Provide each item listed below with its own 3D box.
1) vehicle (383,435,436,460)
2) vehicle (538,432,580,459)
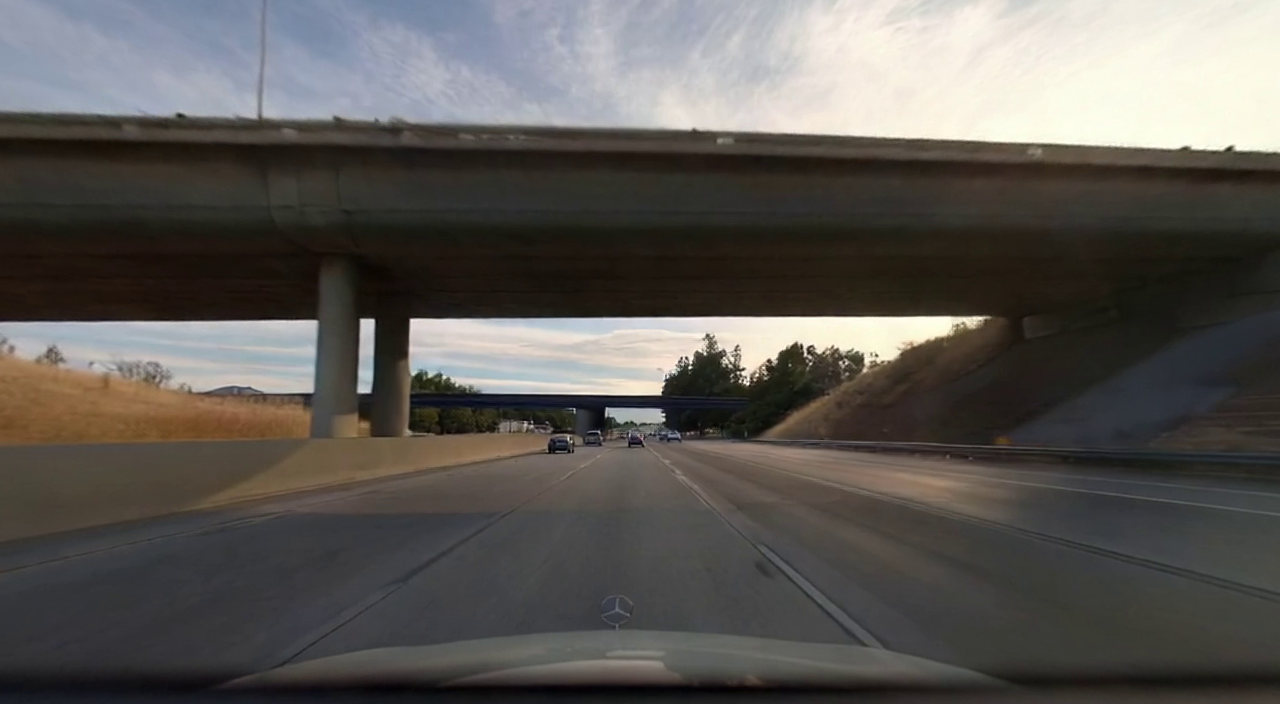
[{"bbox_3d":[-13.758,5.706,37.785,1.769,1.427,3.692,0,-8,0],"label":"vehicle"},{"bbox_3d":[-4.696,5.484,37.108,1.933,1.473,4.023,0,-8,0],"label":"vehicle"}]
